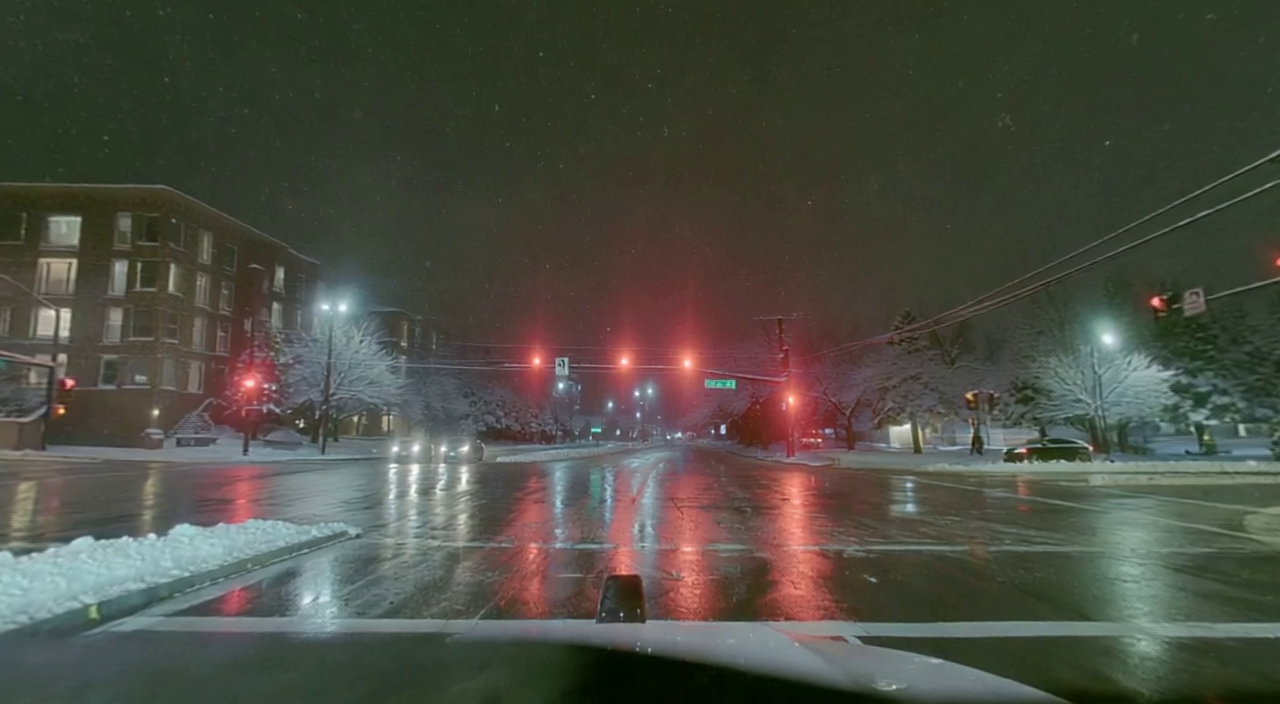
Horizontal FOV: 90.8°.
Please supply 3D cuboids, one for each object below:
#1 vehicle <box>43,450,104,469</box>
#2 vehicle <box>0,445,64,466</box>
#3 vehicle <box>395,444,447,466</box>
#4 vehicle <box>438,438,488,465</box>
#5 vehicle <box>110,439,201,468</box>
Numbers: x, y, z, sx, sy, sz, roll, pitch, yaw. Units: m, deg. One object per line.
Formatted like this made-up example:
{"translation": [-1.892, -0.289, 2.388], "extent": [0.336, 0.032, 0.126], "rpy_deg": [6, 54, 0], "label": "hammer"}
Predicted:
{"translation": [-41.587, 7.890, 46.452], "extent": [1.552, 1.339, 3.340], "rpy_deg": [0, -8, -4], "label": "vehicle"}
{"translation": [-45.255, 7.626, 46.646], "extent": [1.858, 1.467, 3.624], "rpy_deg": [0, -8, 1], "label": "vehicle"}
{"translation": [-15.478, 7.293, 44.877], "extent": [2.056, 1.450, 4.343], "rpy_deg": [0, -8, 0], "label": "vehicle"}
{"translation": [-11.983, 6.742, 42.986], "extent": [2.080, 1.763, 4.341], "rpy_deg": [0, -8, 1], "label": "vehicle"}
{"translation": [-34.907, 7.310, 45.771], "extent": [2.204, 1.955, 5.518], "rpy_deg": [0, -8, 0], "label": "vehicle"}
